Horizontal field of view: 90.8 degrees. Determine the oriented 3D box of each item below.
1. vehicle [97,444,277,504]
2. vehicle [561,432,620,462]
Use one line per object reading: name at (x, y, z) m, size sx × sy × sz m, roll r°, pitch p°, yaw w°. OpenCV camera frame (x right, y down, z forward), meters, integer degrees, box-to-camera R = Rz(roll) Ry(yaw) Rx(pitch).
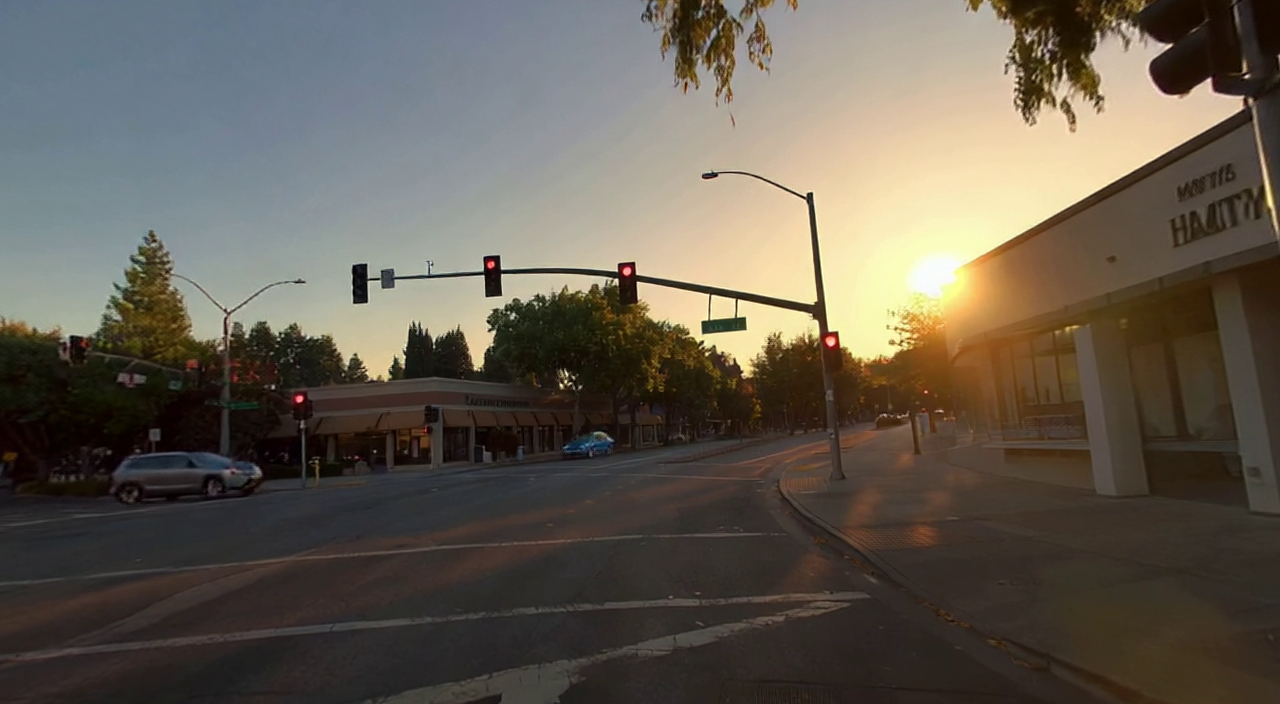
vehicle at (-15.283, 4.114, 21.499) m, size 4.715 × 1.745 × 2.026 m, roll -3°, pitch -9°, yaw 6°
vehicle at (-3.153, 6.273, 41.668) m, size 2.244 × 1.792 × 4.648 m, roll -3°, pitch -9°, yaw 18°
